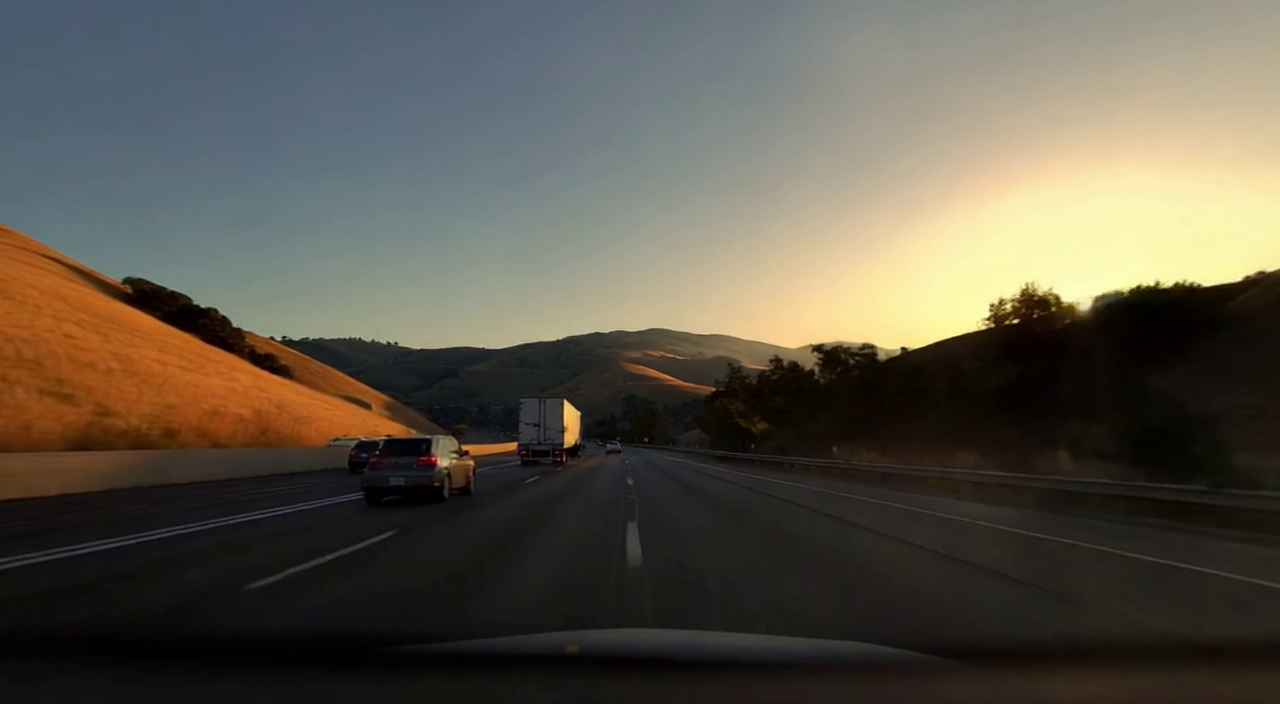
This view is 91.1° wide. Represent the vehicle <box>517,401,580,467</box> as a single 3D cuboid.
[{"bbox_3d":[-5.929,5.637,42.558,2.981,3.860,11.022,1,-8,-2],"label":"vehicle"}]

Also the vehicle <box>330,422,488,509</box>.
[{"bbox_3d":[-5.176,2.614,14.858,2.099,1.734,4.413,0,-8,-1],"label":"vehicle"}]
